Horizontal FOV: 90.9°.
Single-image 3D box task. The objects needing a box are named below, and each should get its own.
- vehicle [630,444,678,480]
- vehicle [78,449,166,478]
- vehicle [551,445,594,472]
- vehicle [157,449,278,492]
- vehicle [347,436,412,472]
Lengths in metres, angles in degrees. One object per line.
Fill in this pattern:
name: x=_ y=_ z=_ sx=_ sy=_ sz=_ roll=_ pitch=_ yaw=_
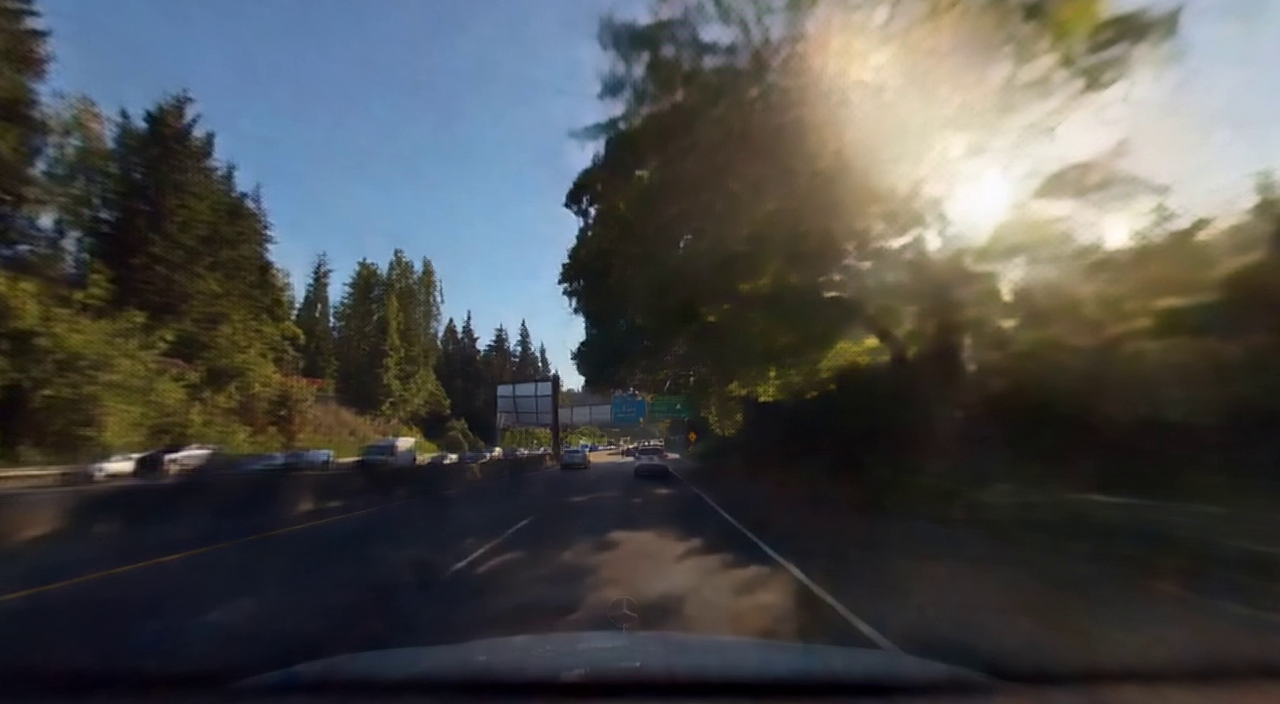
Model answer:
vehicle: x=0.625 y=4.820 z=27.773 sx=1.960 sy=1.456 sz=3.818 roll=-1 pitch=-9 yaw=1
vehicle: x=-31.483 y=6.778 z=38.467 sx=1.857 sy=1.602 sz=4.302 roll=0 pitch=-9 yaw=-3
vehicle: x=-4.036 y=6.461 z=38.296 sx=2.081 sy=1.534 sz=4.543 roll=0 pitch=-9 yaw=1
vehicle: x=-16.917 y=4.734 z=25.535 sx=1.893 sy=1.544 sz=4.323 roll=0 pitch=-9 yaw=-1
vehicle: x=-20.418 y=8.045 z=49.800 sx=2.353 sy=2.613 sz=6.328 roll=0 pitch=-9 yaw=1
